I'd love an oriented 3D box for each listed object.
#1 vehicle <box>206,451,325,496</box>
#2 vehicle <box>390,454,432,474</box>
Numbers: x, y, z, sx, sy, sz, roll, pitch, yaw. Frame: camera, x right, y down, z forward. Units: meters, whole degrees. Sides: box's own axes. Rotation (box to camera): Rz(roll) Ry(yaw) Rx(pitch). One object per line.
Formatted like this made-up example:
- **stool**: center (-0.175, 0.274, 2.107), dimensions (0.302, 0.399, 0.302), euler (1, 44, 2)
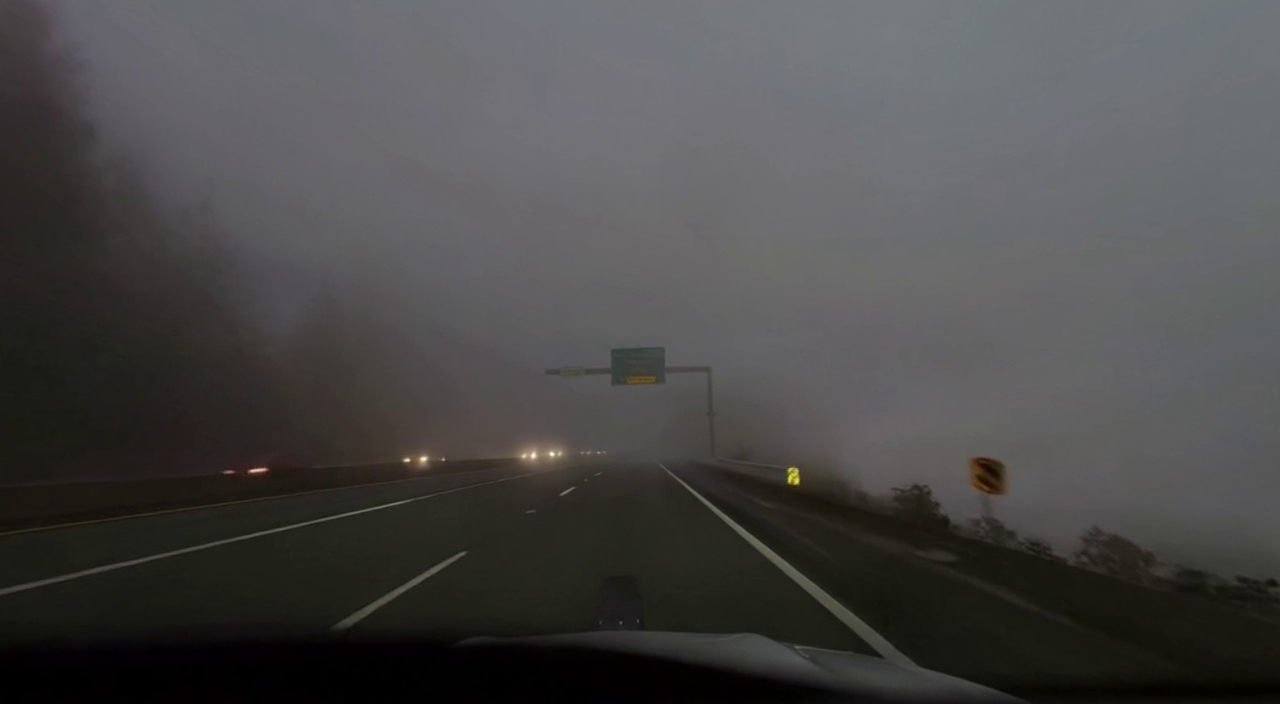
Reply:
- **vehicle**: center (-13.181, 4.270, 22.498), dimensions (1.914, 1.460, 3.730), euler (0, -9, 0)
- **vehicle**: center (-17.084, 8.366, 47.200), dimensions (1.768, 1.425, 3.536), euler (0, -9, 1)
